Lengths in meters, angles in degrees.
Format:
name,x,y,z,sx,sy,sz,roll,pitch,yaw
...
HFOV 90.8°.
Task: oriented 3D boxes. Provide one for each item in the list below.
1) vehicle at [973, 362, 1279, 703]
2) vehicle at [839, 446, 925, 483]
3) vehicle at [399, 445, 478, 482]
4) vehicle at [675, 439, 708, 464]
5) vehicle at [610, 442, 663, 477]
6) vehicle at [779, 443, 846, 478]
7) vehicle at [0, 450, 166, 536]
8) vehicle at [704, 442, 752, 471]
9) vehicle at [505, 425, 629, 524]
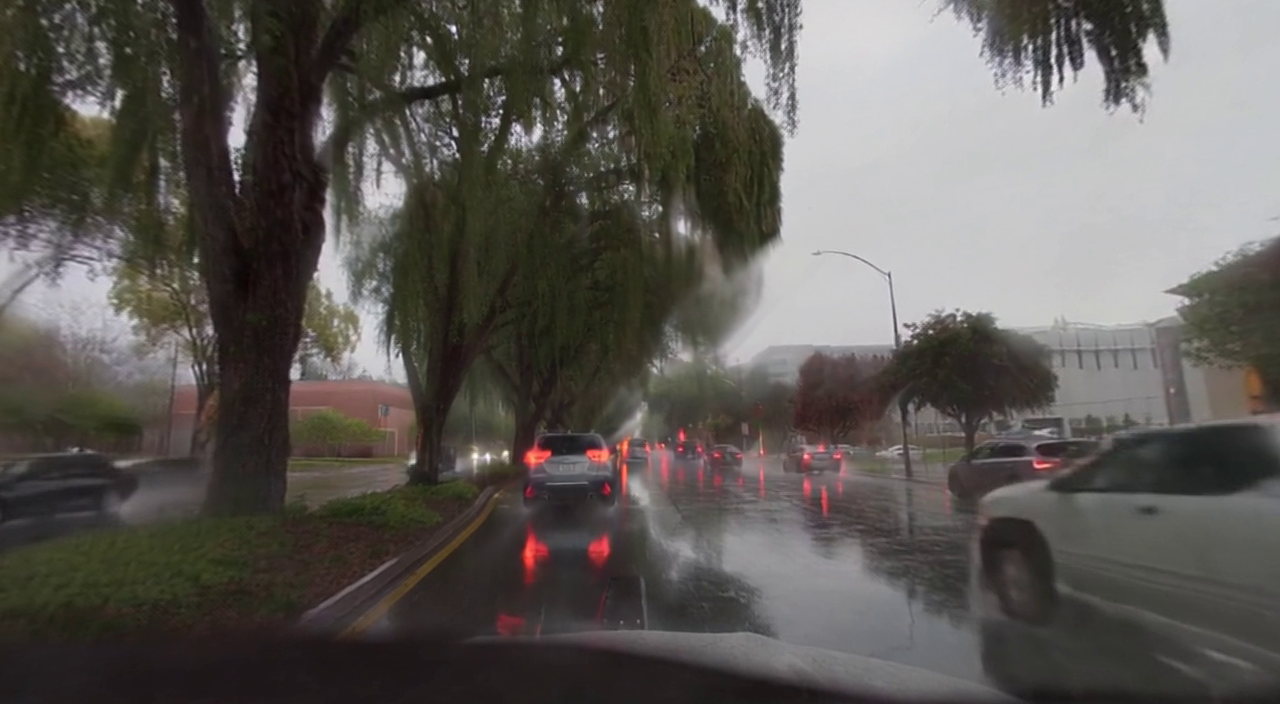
name,x,y,z,sx,sy,sz,roll,pitch,yaw
vehicle,4.028,0.963,3.245,2.220,1.715,4.335,0,-8,0
vehicle,10.608,4.915,28.104,1.894,1.469,4.775,0,-8,0
vehicle,-8.571,4.752,27.262,1.966,1.489,4.099,0,-8,1
vehicle,3.950,7.735,49.487,2.114,1.846,4.659,0,-8,-1
vehicle,-0.150,4.675,27.731,2.161,1.445,3.772,0,-8,0
vehicle,7.849,4.966,29.170,1.977,1.485,4.308,0,-8,2
vehicle,-12.283,2.742,12.736,1.981,1.463,4.395,0,-8,1
vehicle,4.889,5.851,35.595,2.175,1.477,4.520,0,-8,1
vehicle,-1.427,2.364,12.733,2.106,1.655,3.717,1,-8,-6
